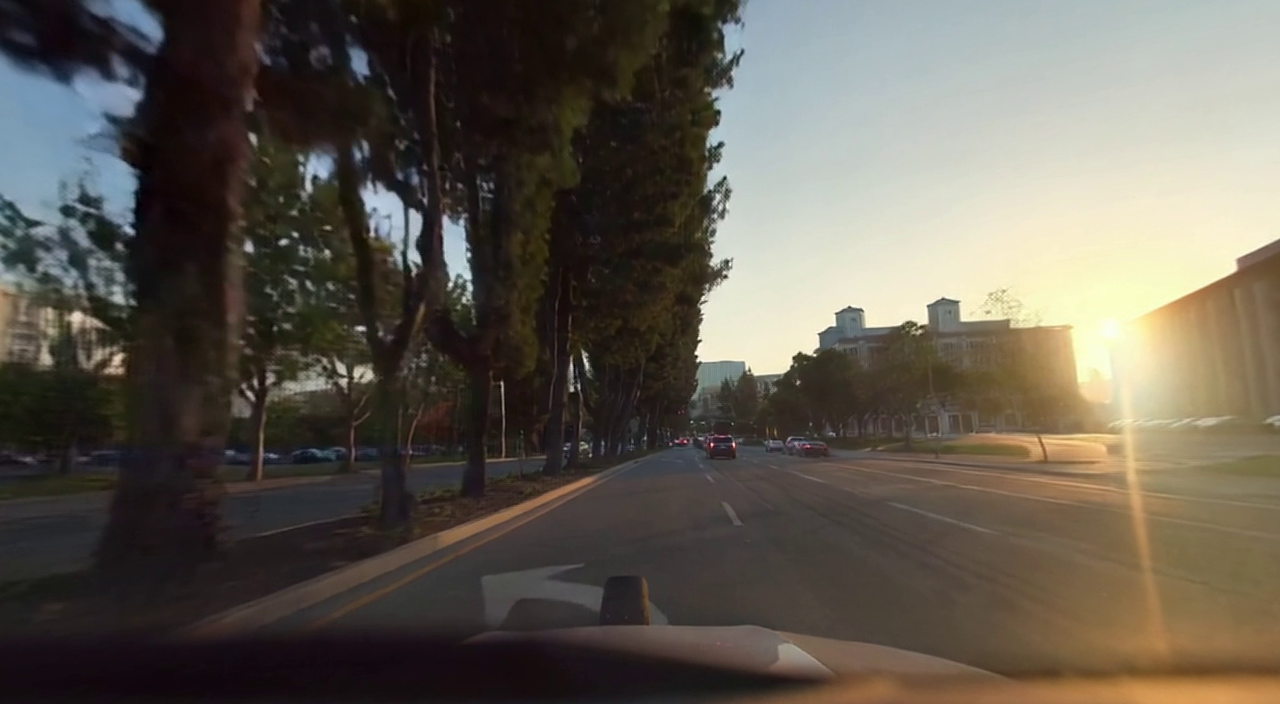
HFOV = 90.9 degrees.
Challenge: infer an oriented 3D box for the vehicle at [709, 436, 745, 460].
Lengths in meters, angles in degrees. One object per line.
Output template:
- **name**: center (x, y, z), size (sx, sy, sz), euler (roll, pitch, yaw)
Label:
- **vehicle**: center (6.372, 7.074, 46.564), size (2.216, 1.675, 4.627), euler (-1, -9, 3)

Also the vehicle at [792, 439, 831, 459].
- **vehicle**: center (12.930, 7.367, 47.910), size (1.840, 1.467, 4.731), euler (-1, -9, 3)
